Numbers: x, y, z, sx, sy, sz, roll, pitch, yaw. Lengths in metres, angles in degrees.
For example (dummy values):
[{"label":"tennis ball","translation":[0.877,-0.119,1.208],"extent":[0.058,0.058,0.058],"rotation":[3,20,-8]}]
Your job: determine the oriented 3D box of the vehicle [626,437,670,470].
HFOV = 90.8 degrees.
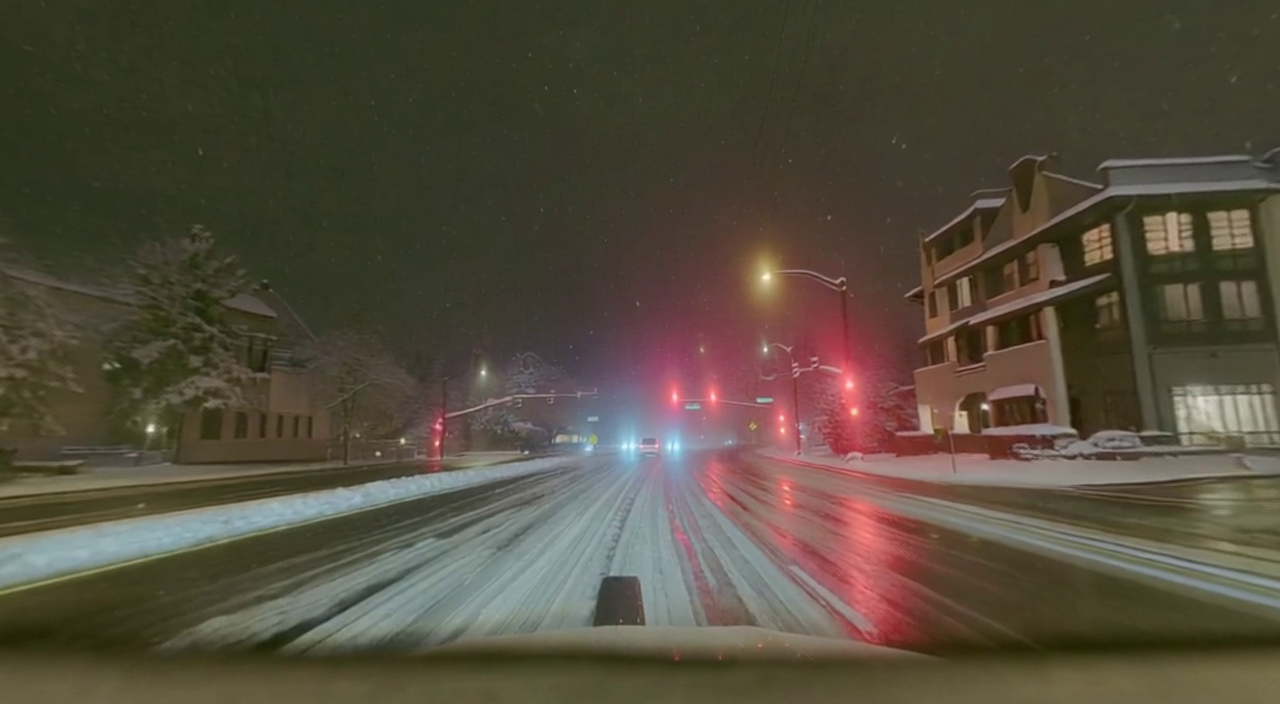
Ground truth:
[{"label":"vehicle","translation":[0.471,5.140,32.147],"extent":[2.037,1.568,3.693],"rotation":[-1,-8,4]}]
